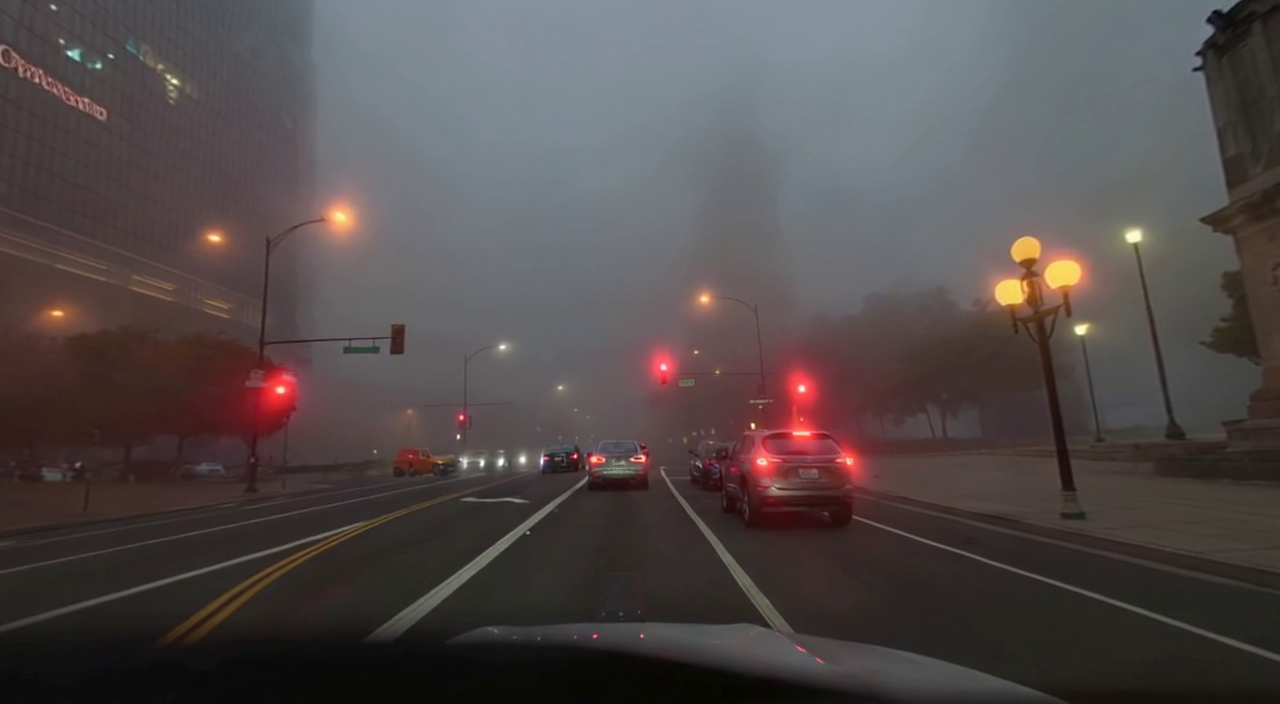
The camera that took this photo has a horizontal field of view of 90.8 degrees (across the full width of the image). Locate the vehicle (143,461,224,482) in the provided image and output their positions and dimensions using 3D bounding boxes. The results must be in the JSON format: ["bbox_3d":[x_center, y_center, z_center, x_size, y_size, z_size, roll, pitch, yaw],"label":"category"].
[{"bbox_3d":[-32.490,8.487,45.023,4.392,1.427,1.764,0,-9,0],"label":"vehicle"}]

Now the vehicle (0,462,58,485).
[{"bbox_3d":[-44.659,8.759,45.547,3.671,1.498,1.670,1,-9,3],"label":"vehicle"}]

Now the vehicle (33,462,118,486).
[{"bbox_3d":[-40.239,8.682,45.083,4.224,1.622,1.808,0,-9,0],"label":"vehicle"}]

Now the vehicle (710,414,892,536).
[{"bbox_3d":[2.620,2.150,11.595,2.096,1.775,4.440,0,-9,-1],"label":"vehicle"}]

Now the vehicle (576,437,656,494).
[{"bbox_3d":[-0.639,3.305,18.734,2.096,1.492,4.071,0,-9,0],"label":"vehicle"}]

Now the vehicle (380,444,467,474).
[{"bbox_3d":[-13.384,6.617,39.367,4.855,1.769,2.071,2,-9,-11],"label":"vehicle"}]

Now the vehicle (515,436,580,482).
[{"bbox_3d":[-3.592,4.249,25.395,2.045,1.633,4.864,0,-9,-2],"label":"vehicle"}]
